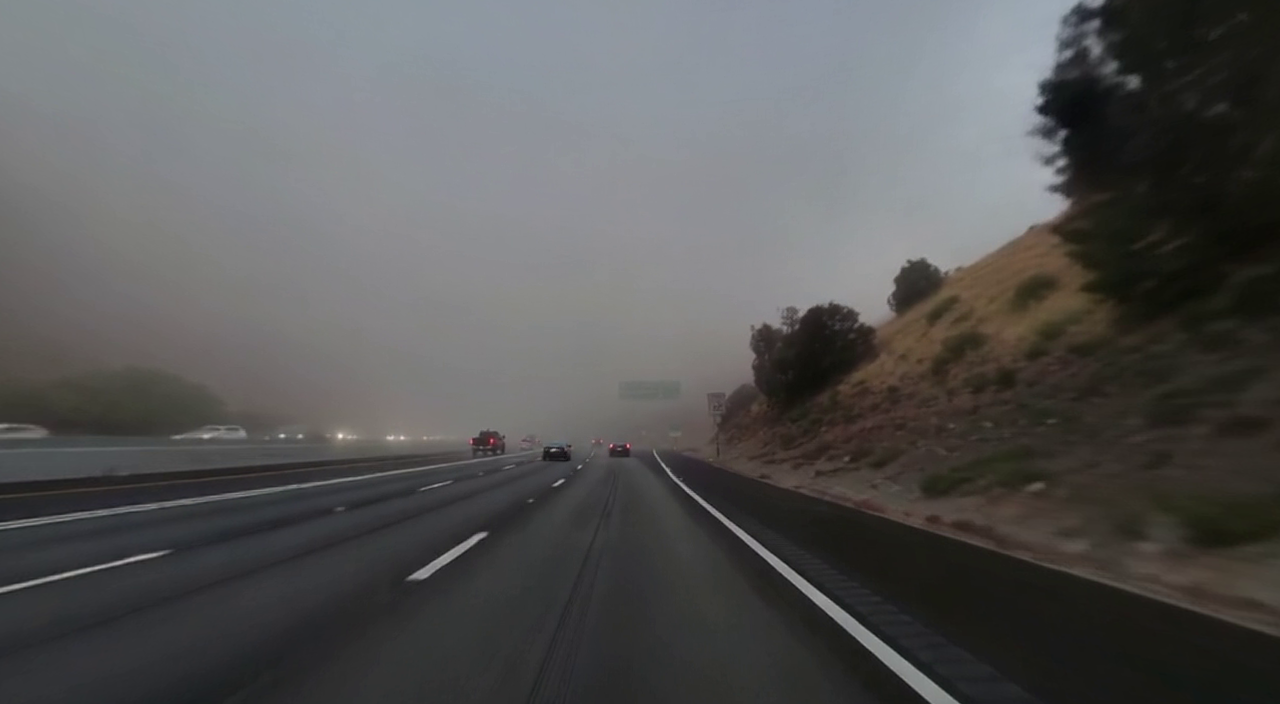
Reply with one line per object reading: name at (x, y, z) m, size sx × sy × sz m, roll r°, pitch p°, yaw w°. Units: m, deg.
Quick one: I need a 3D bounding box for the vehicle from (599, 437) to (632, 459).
vehicle at (-1.867, 7.331, 48.255) m, size 2.421 × 1.594 × 4.248 m, roll 0°, pitch -8°, yaw -2°

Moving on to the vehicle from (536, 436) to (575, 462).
vehicle at (-5.424, 6.307, 40.968) m, size 2.060 × 1.631 × 4.214 m, roll 0°, pitch -8°, yaw -1°
